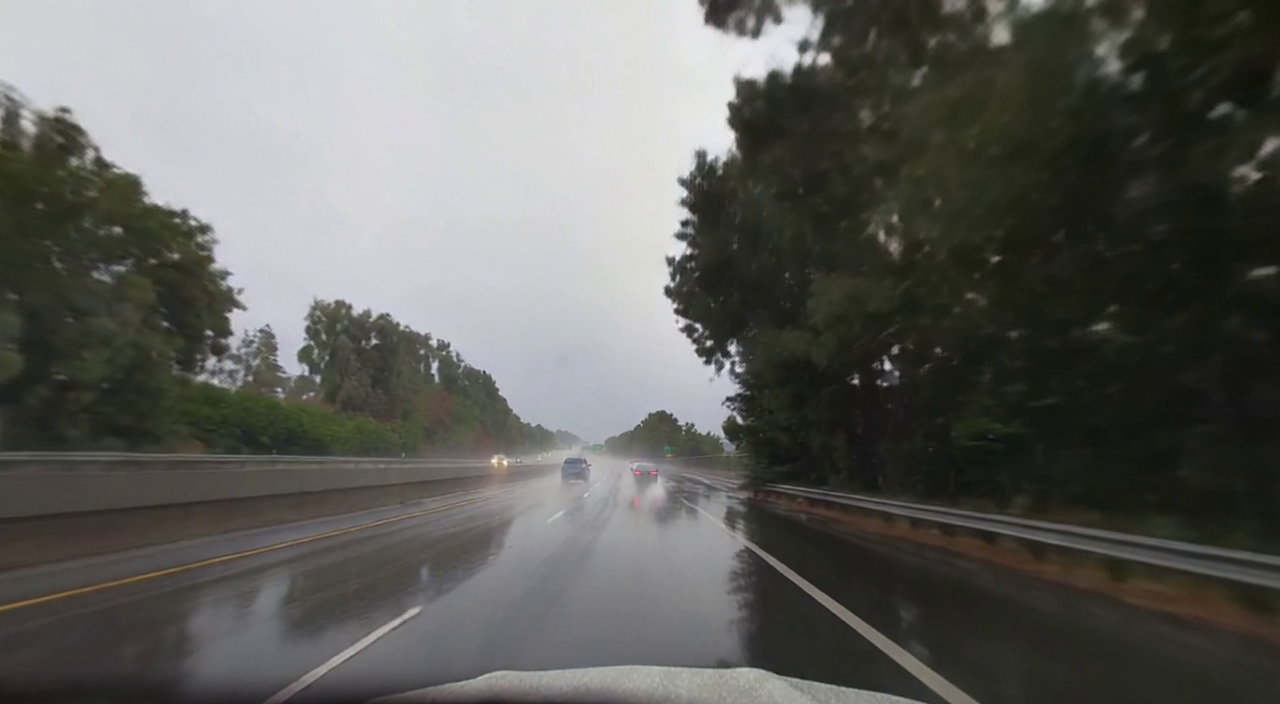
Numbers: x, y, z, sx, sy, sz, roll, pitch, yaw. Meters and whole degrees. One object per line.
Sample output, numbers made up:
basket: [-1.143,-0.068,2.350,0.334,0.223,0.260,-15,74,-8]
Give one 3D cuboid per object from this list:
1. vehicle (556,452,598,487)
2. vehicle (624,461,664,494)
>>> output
vehicle: [-4.065,7.672,41.264,2.237,2.113,4.815,1,-10,0]
vehicle: [0.156,6.377,32.189,1.905,1.559,3.491,1,-10,-1]
